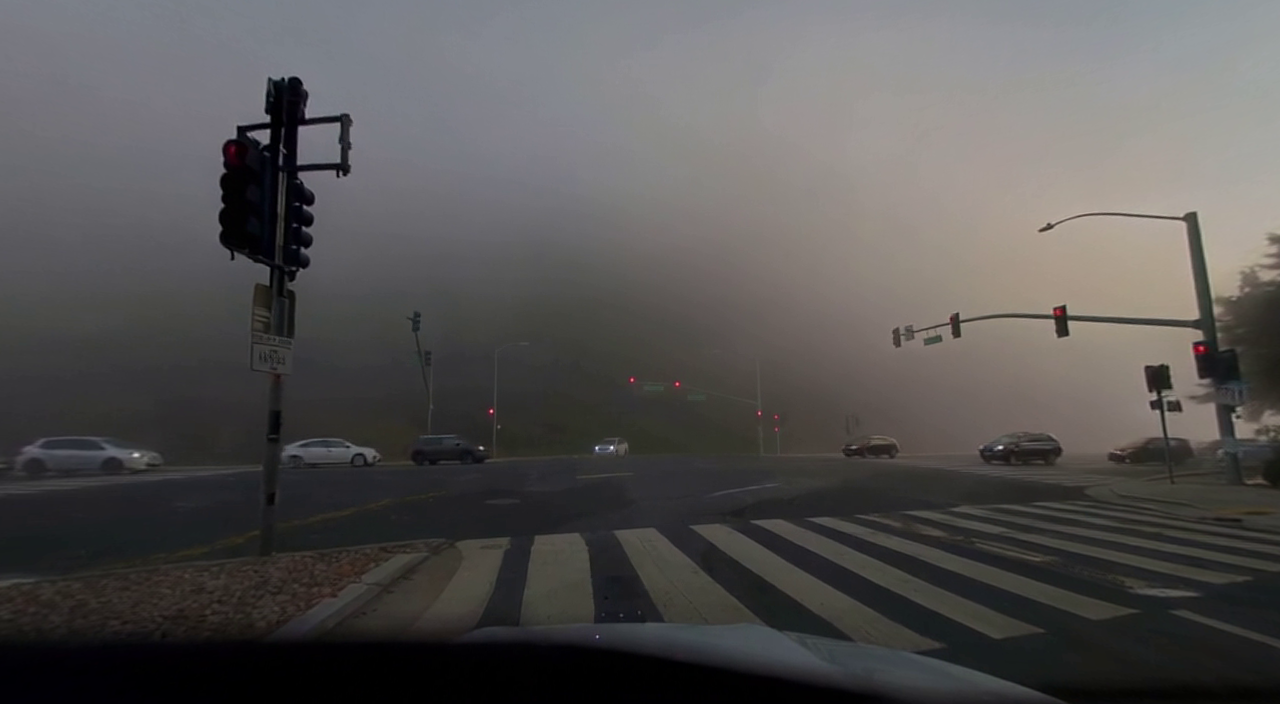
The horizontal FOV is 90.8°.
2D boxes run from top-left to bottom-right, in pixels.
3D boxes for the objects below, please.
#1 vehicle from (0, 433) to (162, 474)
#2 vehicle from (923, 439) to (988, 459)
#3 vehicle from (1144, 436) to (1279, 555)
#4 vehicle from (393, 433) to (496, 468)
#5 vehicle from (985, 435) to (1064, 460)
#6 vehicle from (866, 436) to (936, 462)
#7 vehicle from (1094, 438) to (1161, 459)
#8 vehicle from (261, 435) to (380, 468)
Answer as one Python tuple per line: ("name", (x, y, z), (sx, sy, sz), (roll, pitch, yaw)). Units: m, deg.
("vehicle", (-21.824, 3.912, 24.444), (4.849, 1.476, 1.935), (3, -9, -18))
("vehicle", (24.070, 7.392, 48.203), (4.352, 1.456, 1.794), (3, -9, -19))
("vehicle", (9.228, 1.874, 7.887), (1.993, 1.505, 4.721), (4, -9, 0))
("vehicle", (-9.347, 4.721, 30.356), (4.331, 1.544, 1.896), (5, -10, -32))
("vehicle", (26.169, 6.504, 43.019), (4.481, 1.561, 2.001), (3, -9, -16))
("vehicle", (15.675, 5.823, 37.839), (4.516, 1.468, 1.962), (7, -11, -40))
("vehicle", (35.919, 7.090, 46.563), (4.533, 1.471, 1.772), (4, -9, -22))
("vehicle", (-15.361, 4.775, 30.476), (4.912, 1.485, 1.922), (5, -10, -29))
